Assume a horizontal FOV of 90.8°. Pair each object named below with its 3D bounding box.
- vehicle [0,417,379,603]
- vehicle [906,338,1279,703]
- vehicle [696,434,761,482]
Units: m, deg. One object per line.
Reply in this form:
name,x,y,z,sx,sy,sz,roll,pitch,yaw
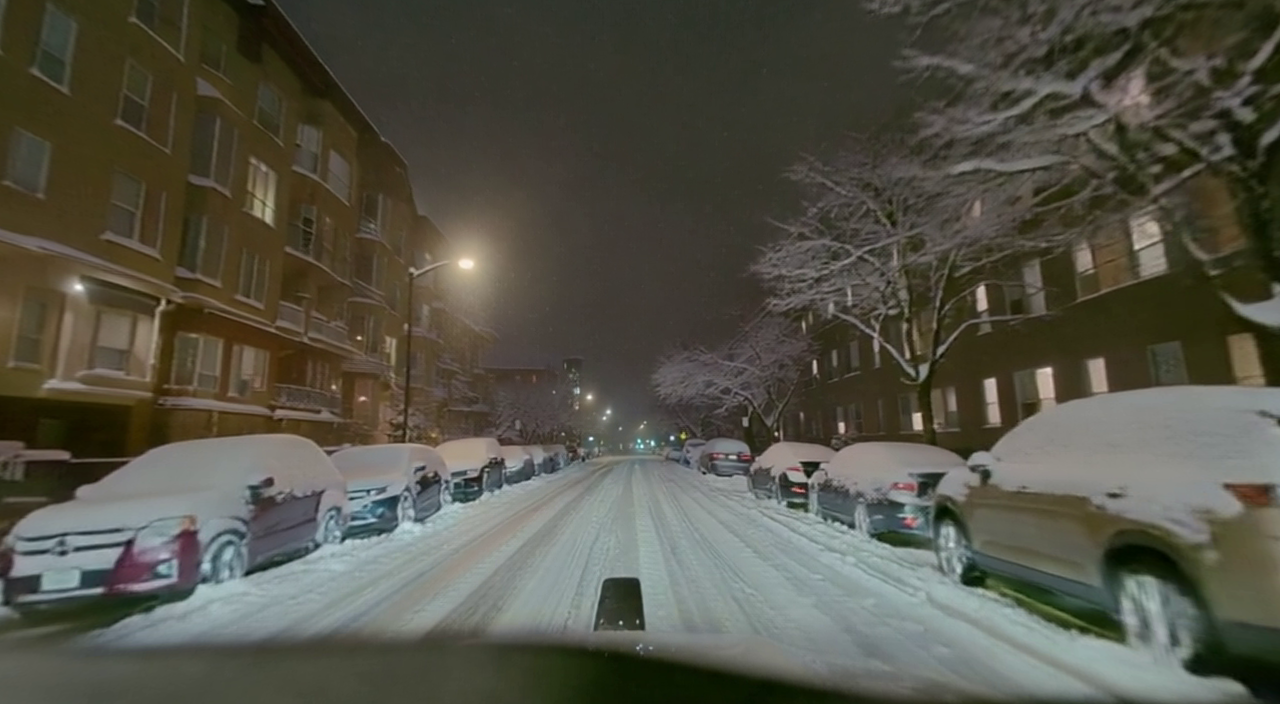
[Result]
vehicle,-5.087,1.695,7.695,2.274,1.679,3.639,0,-8,-1
vehicle,3.903,1.154,4.820,1.911,1.835,4.599,-1,-8,3
vehicle,3.571,4.384,26.489,1.912,1.781,5.159,0,-8,-1
